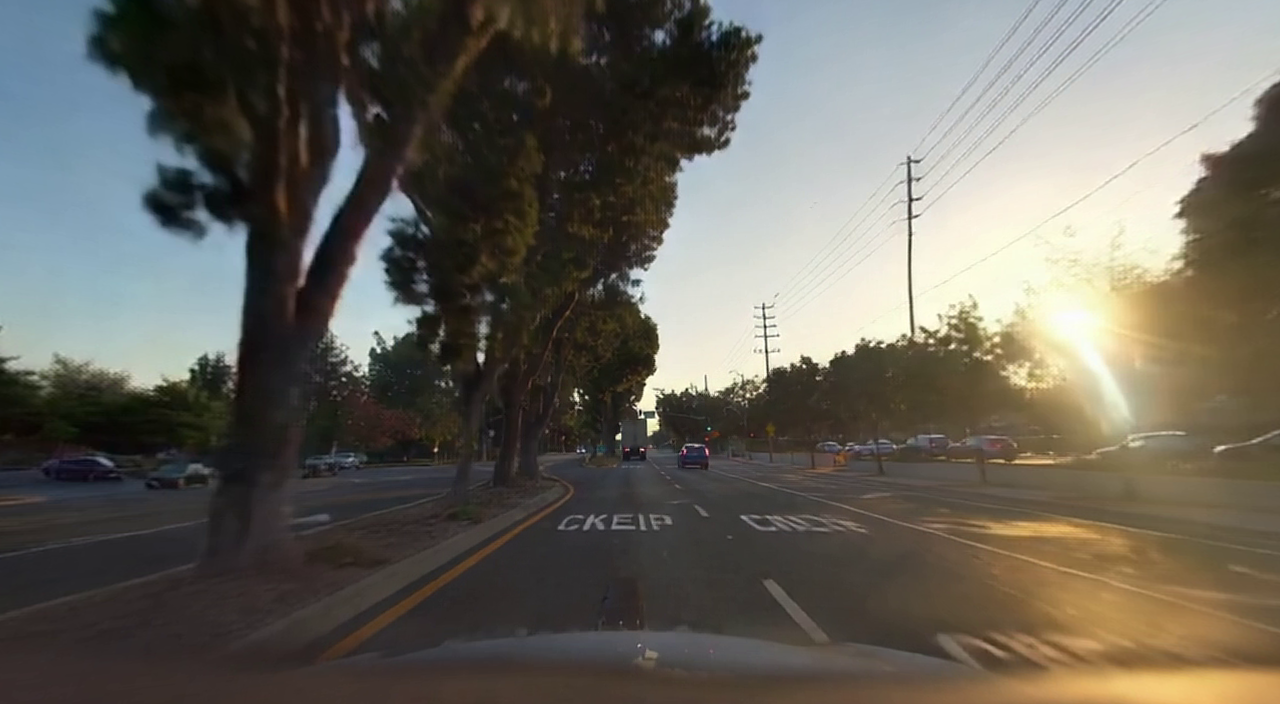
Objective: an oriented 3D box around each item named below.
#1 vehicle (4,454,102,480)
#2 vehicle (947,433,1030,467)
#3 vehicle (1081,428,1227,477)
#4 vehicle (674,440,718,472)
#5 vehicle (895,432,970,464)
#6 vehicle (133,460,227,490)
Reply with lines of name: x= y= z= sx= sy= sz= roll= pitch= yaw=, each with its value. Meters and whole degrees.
vehicle: x=-39.398 y=7.710 z=42.500 sx=4.470 sy=1.657 sz=2.028 roll=0 pitch=-9 yaw=-1
vehicle: x=20.476 y=5.826 z=37.402 sx=1.993 sy=1.854 sz=5.008 roll=0 pitch=-9 yaw=-1
vehicle: x=20.170 y=3.987 z=25.109 sx=1.939 sy=1.753 sz=4.469 roll=0 pitch=-9 yaw=0
vehicle: x=3.224 y=6.136 z=37.405 sx=2.086 sy=1.803 sz=4.607 roll=0 pitch=-9 yaw=-1
vehicle: x=20.514 y=6.812 z=44.701 sx=2.529 sy=2.086 sz=5.902 roll=0 pitch=-9 yaw=1
vehicle: x=-26.177 y=6.993 z=36.198 sx=1.883 sy=1.482 sz=4.779 roll=0 pitch=-9 yaw=-2
